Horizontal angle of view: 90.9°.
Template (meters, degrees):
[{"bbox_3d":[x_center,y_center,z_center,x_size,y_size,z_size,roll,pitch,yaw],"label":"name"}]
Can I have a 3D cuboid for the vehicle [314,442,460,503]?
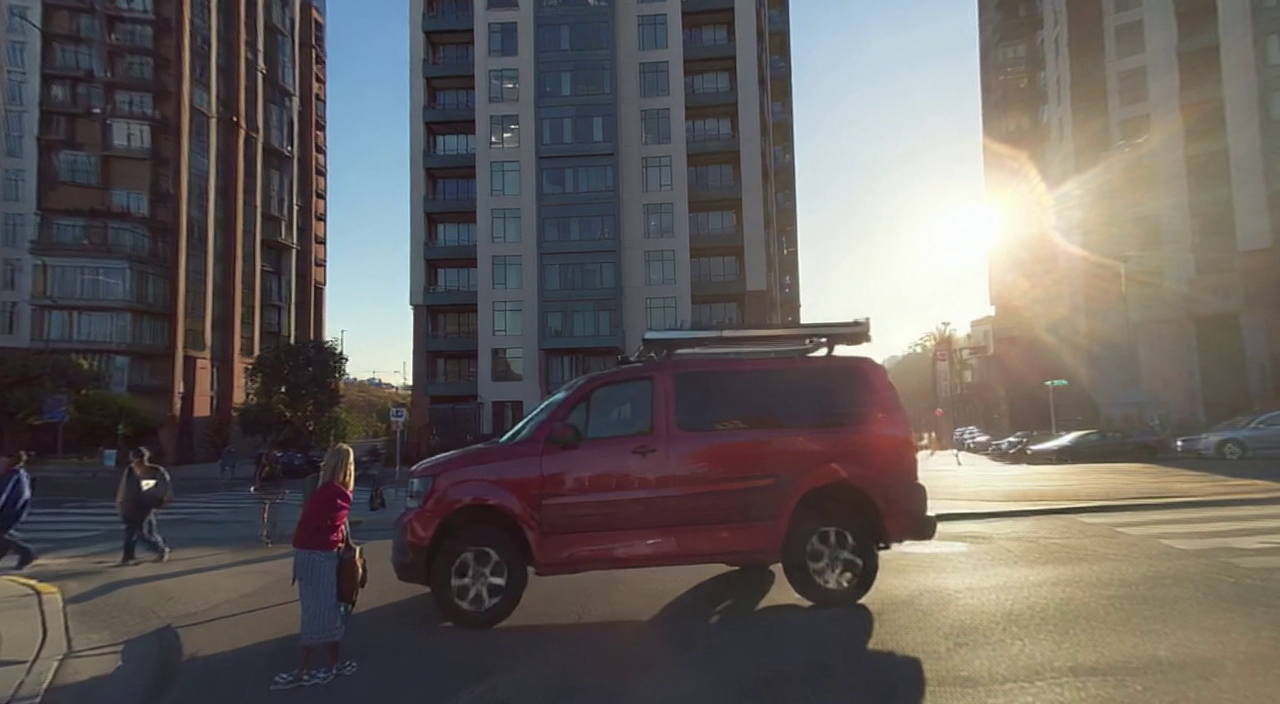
[{"bbox_3d":[-7.930,3.792,20.384,2.395,1.719,4.549,-1,-9,7],"label":"vehicle"}]

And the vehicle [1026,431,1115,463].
[{"bbox_3d":[23.600,5.230,34.728,3.827,1.677,1.898,-5,-10,32],"label":"vehicle"}]

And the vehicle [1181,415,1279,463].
[{"bbox_3d":[19.191,2.722,19.582,1.521,1.386,3.357,0,-9,-5],"label":"vehicle"}]

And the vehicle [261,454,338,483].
[{"bbox_3d":[-18.682,6.376,34.719,3.467,1.456,1.649,3,-9,-22],"label":"vehicle"}]

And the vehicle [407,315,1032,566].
[{"bbox_3d":[0.848,1.171,8.443,6.932,2.753,2.446,-1,-9,4],"label":"vehicle"}]
